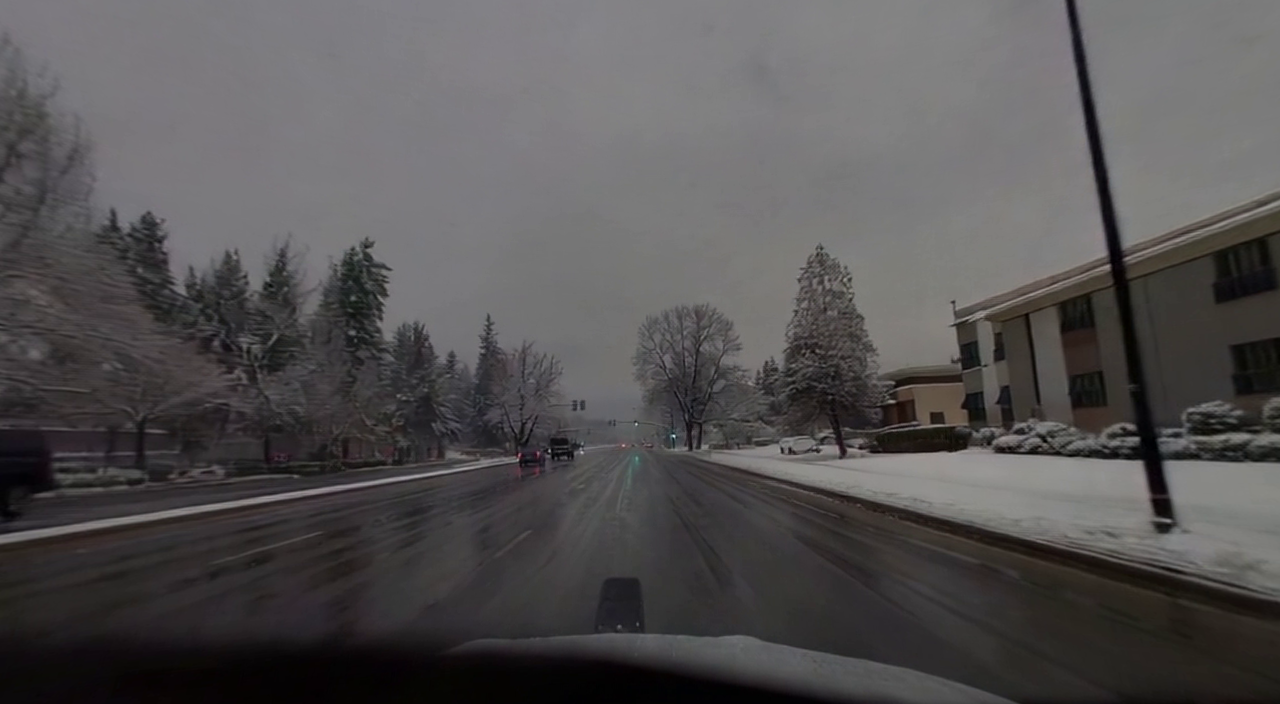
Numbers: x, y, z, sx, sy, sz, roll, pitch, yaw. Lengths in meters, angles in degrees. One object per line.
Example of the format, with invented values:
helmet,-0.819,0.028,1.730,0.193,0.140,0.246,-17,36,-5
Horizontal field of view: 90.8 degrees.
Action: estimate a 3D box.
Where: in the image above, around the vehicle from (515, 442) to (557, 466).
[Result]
vehicle,-6.731,6.646,41.229,1.970,1.456,4.441,0,-9,0
